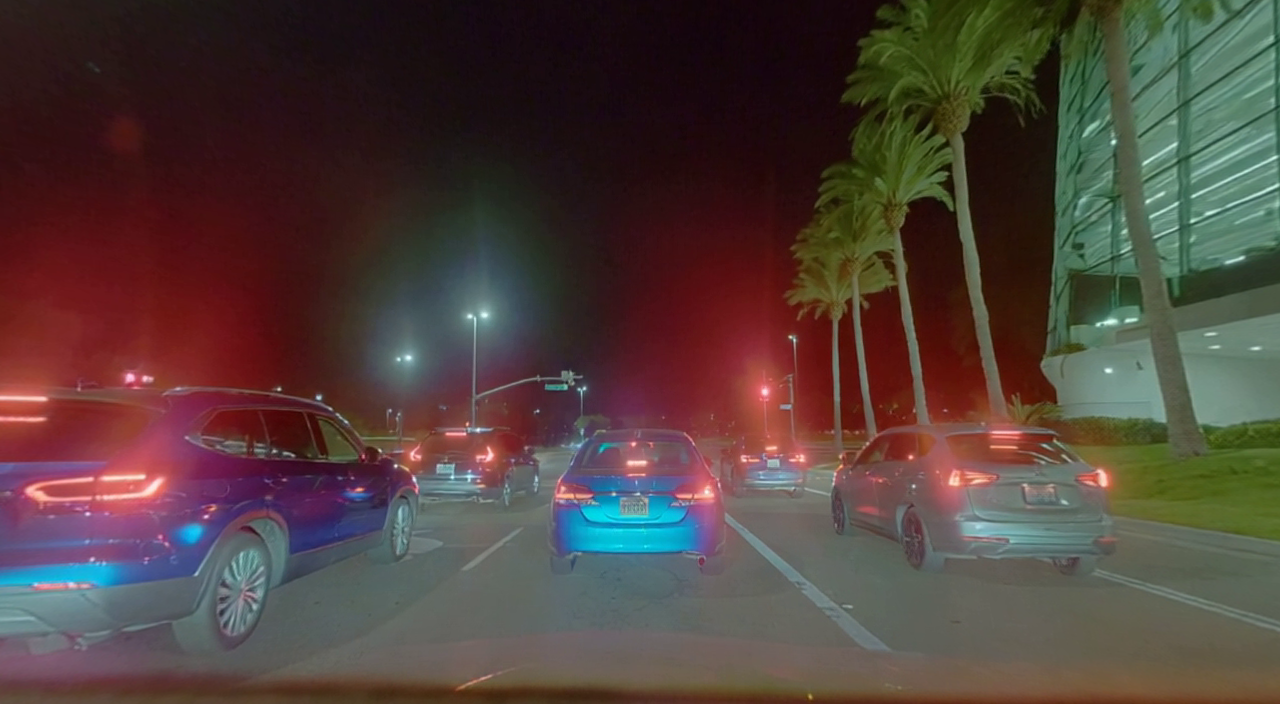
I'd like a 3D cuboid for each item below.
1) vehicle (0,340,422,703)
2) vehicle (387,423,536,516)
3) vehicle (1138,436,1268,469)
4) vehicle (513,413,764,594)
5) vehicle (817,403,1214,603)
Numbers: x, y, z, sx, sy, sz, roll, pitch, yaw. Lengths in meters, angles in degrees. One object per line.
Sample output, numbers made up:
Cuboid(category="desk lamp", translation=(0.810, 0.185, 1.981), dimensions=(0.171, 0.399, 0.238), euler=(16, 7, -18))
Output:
Cuboid(category="vehicle", translation=(-3.536, 1.141, 5.099), dimensions=(2.014, 1.775, 4.404), euler=(0, -8, -1))
Cuboid(category="vehicle", translation=(-3.465, 2.353, 13.073), dimensions=(1.917, 1.631, 3.768), euler=(0, -8, 1))
Cuboid(category="vehicle", translation=(25.466, 4.548, 28.637), dimensions=(4.014, 1.417, 1.777), euler=(-1, -8, 5))
Cuboid(category="vehicle", translation=(-0.053, 1.660, 7.808), dimensions=(2.219, 1.586, 4.321), euler=(0, -8, -1))
Cuboid(category="vehicle", translation=(3.842, 1.620, 7.675), dimensions=(2.064, 1.696, 4.431), euler=(0, -8, 0))
